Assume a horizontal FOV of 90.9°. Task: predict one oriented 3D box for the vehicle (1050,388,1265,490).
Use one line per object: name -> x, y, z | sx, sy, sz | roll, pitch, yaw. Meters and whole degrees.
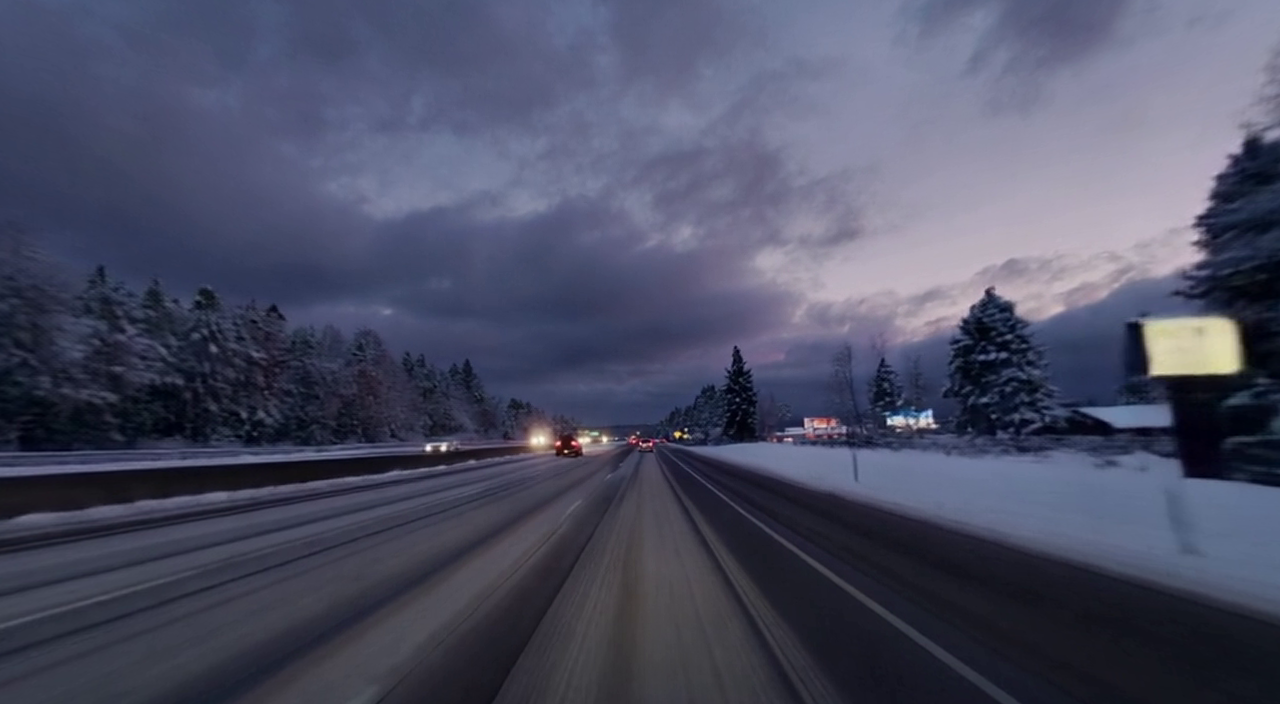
vehicle -> 18.969, 3.279, 23.723 | 3.411, 3.351, 5.369 | 0, -8, 1
